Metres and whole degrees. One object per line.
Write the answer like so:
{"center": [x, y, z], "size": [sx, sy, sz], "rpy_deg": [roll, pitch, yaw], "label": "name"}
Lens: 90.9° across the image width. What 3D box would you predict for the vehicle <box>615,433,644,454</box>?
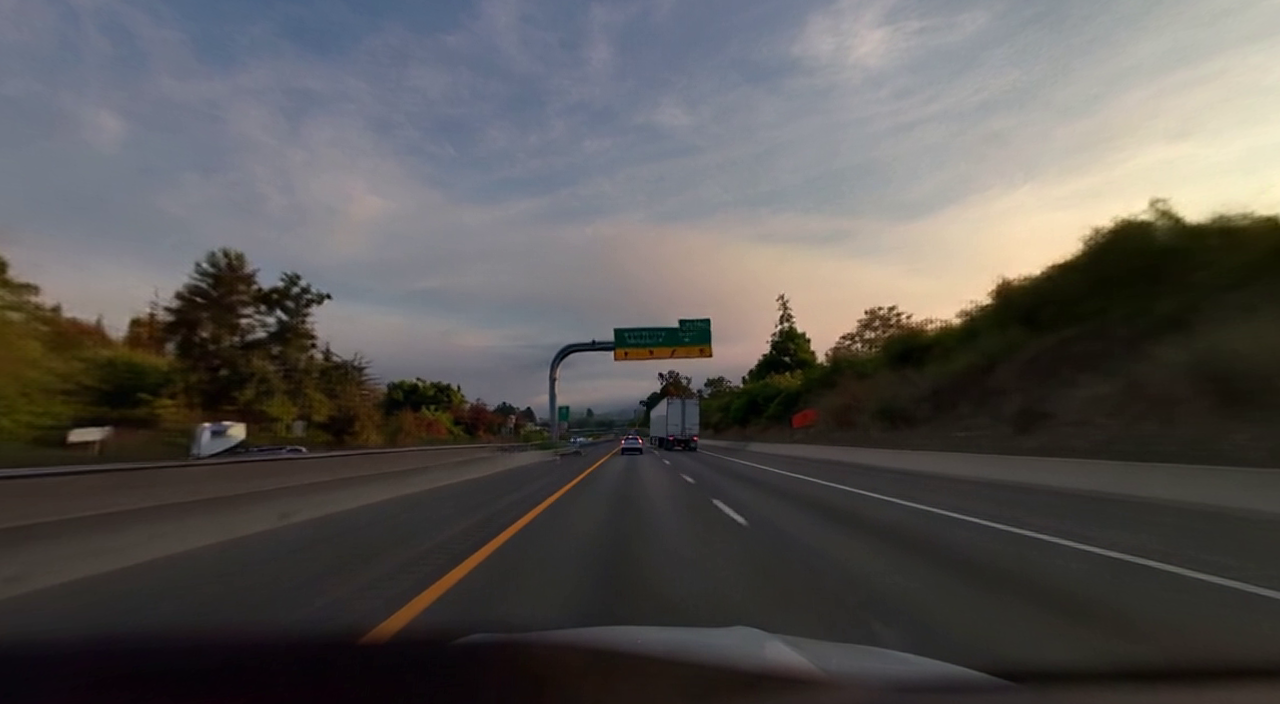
{"center": [-0.807, 6.879, 47.513], "size": [2.095, 1.557, 3.963], "rpy_deg": [0, -8, -1], "label": "vehicle"}
